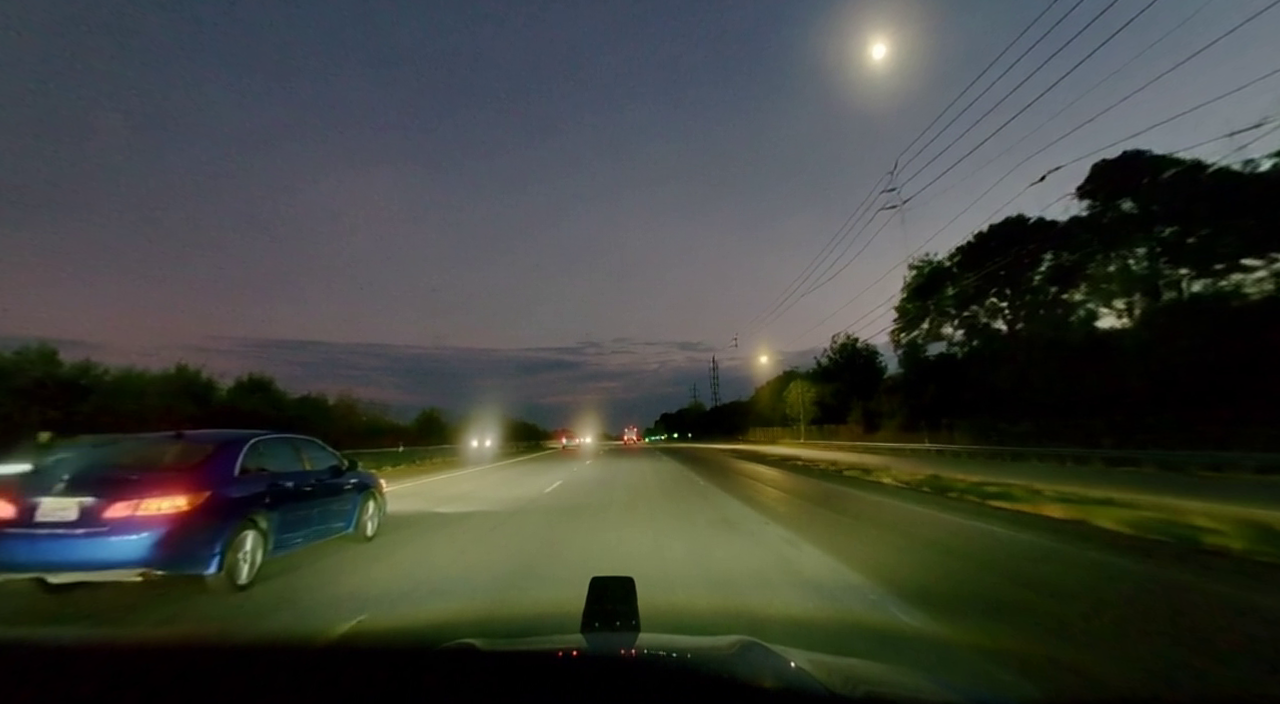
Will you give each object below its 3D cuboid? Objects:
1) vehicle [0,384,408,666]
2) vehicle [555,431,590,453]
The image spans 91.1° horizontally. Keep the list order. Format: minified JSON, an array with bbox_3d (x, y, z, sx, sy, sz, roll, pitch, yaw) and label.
[{"bbox_3d":[-3.914,1.253,5.729,2.023,1.580,4.259,0,-8,-1],"label":"vehicle"},{"bbox_3d":[-4.767,6.451,45.039,2.080,1.478,4.347,0,-8,0],"label":"vehicle"}]
